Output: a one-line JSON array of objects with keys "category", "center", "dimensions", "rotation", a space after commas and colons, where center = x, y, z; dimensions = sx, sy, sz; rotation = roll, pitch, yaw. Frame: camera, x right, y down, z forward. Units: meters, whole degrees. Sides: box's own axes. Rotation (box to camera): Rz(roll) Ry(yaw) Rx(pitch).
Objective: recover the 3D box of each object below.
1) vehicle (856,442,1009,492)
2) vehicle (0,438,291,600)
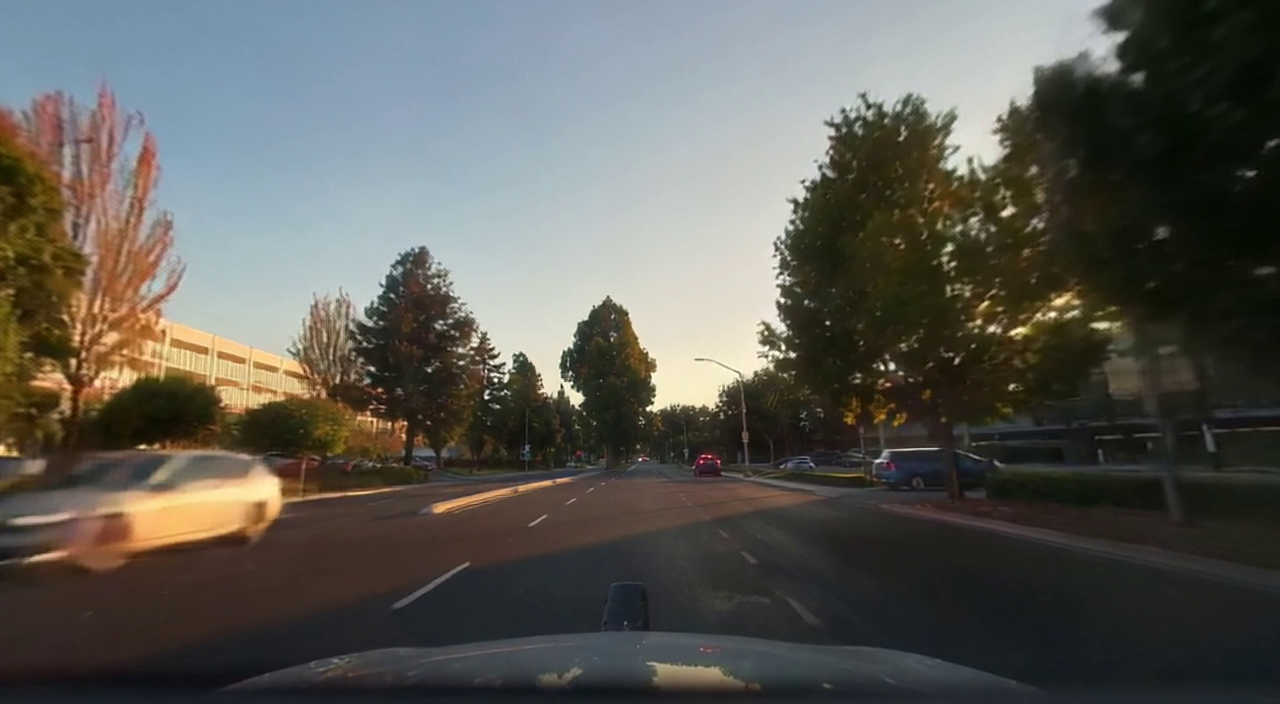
[{"category": "vehicle", "center": [11.270, 4.444, 24.518], "dimensions": [4.903, 1.831, 2.098], "rotation": [0, -9, 2]}, {"category": "vehicle", "center": [-7.476, 2.120, 9.015], "dimensions": [2.220, 1.681, 4.633], "rotation": [0, -8, 1]}]
